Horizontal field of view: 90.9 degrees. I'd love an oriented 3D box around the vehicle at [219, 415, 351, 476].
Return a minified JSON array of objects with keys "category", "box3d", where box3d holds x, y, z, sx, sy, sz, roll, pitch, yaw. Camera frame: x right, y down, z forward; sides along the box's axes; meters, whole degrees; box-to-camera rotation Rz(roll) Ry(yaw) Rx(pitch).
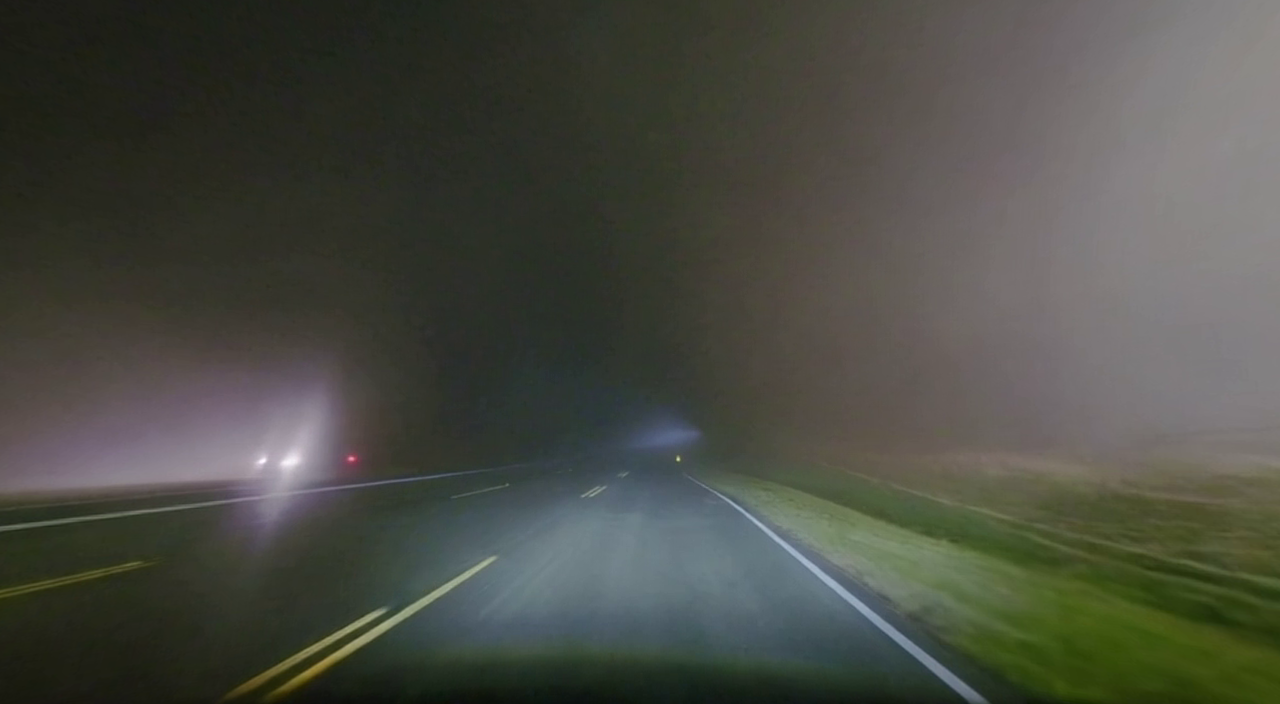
[{"category":"vehicle","box3d":[-19.847,5.347,35.928,2.826,3.083,7.520,0,-9,2]}]
